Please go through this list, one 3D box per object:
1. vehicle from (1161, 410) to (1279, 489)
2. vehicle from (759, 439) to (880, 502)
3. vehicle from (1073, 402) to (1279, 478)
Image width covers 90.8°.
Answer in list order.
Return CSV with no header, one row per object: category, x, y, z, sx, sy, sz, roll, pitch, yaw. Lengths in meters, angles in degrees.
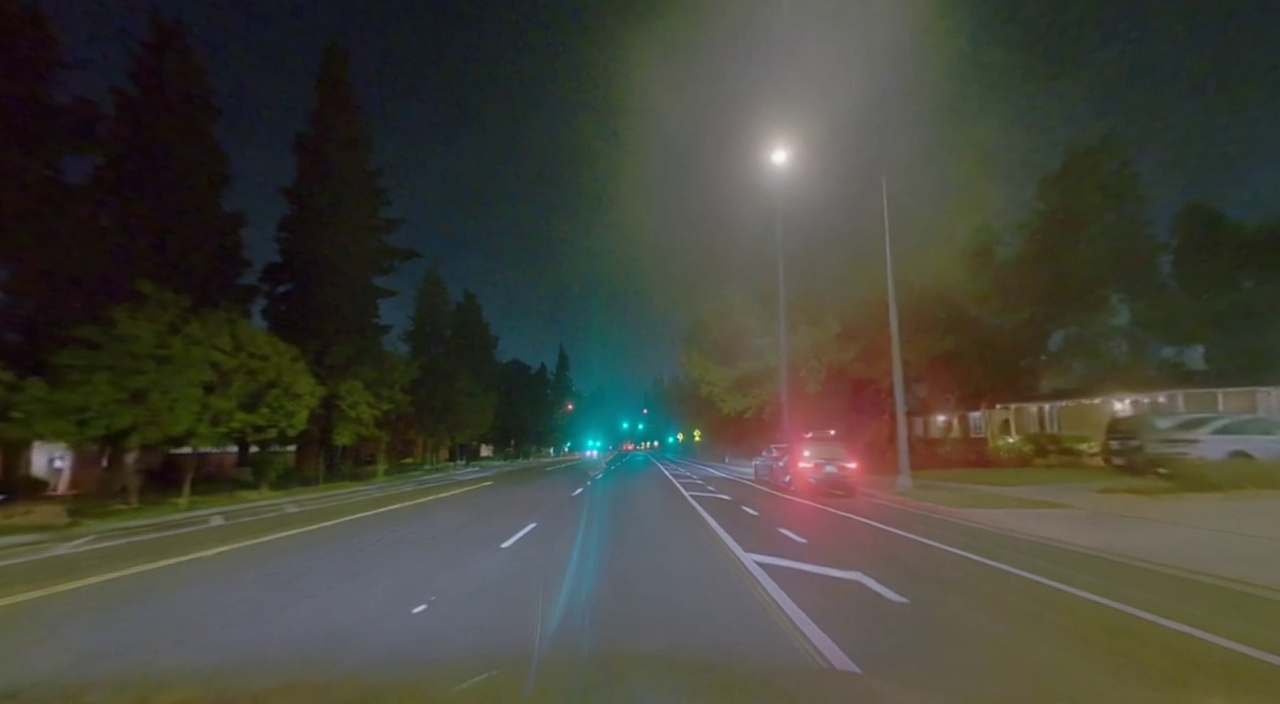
vehicle,14.657,2.136,14.468,4.268,1.508,1.861,-1,-7,-14
vehicle,4.962,3.330,18.254,1.995,1.553,4.628,0,-9,-2
vehicle,14.605,2.416,17.253,4.263,1.871,2.103,2,-9,-13
